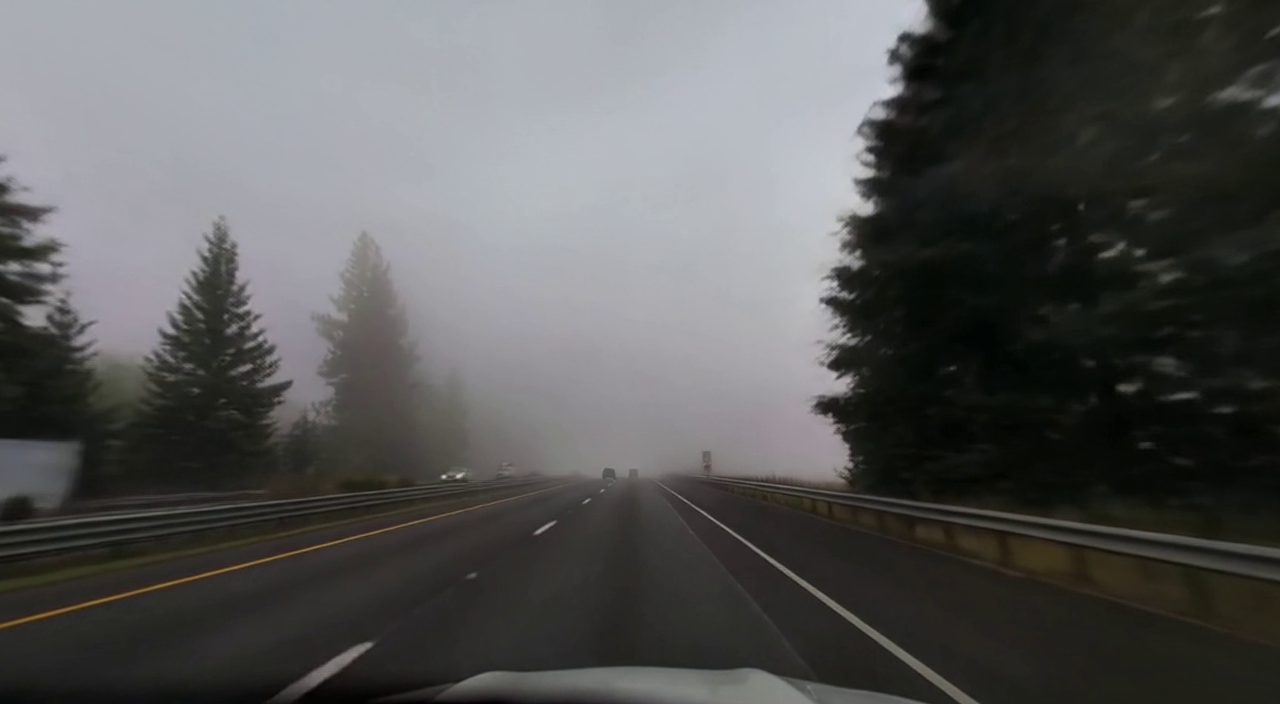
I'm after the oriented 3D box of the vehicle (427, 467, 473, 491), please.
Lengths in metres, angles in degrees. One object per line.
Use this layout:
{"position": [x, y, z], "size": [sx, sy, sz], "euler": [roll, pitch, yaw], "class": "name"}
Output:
{"position": [-13.264, 8.896, 44.170], "size": [1.868, 1.526, 4.154], "euler": [1, -11, 1], "class": "vehicle"}
